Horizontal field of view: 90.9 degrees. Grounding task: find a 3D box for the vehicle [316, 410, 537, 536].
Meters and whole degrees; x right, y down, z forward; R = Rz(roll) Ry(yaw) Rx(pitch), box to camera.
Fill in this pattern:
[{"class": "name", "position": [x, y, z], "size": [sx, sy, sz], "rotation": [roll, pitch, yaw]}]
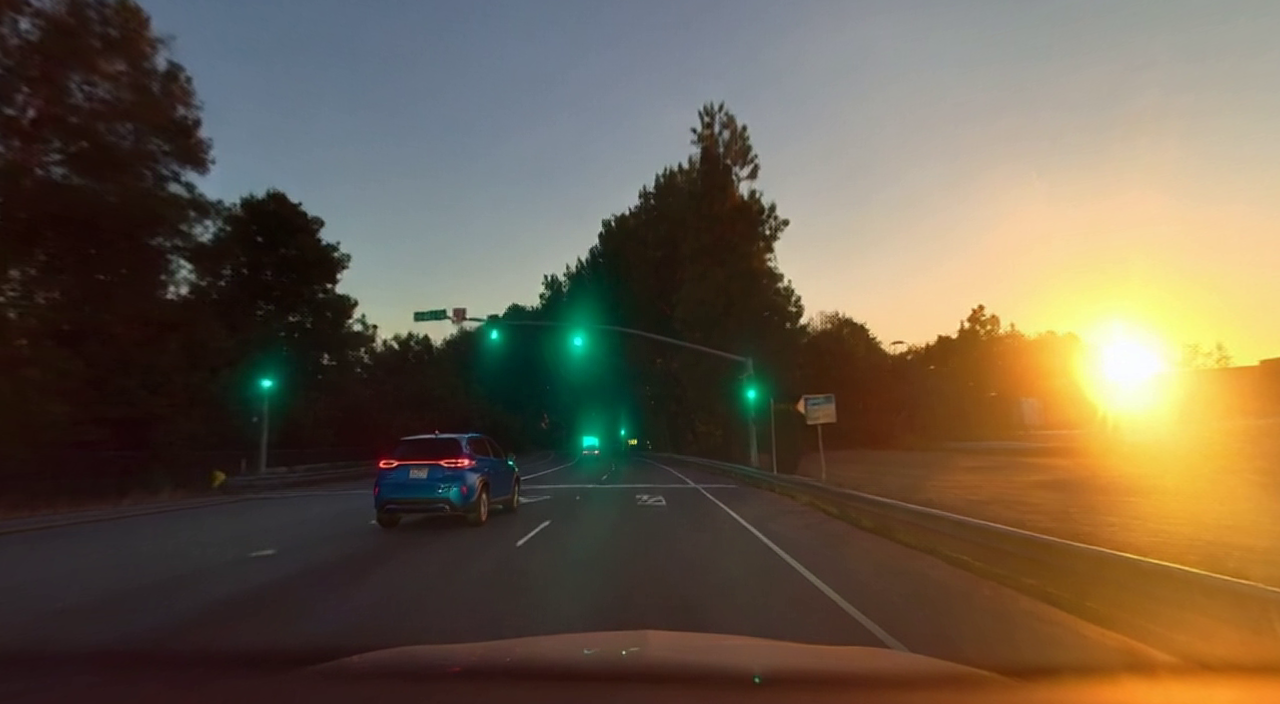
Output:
[{"class": "vehicle", "position": [-3.591, 2.172, 11.925], "size": [2.336, 1.857, 4.986], "rotation": [0, -8, 1]}]
